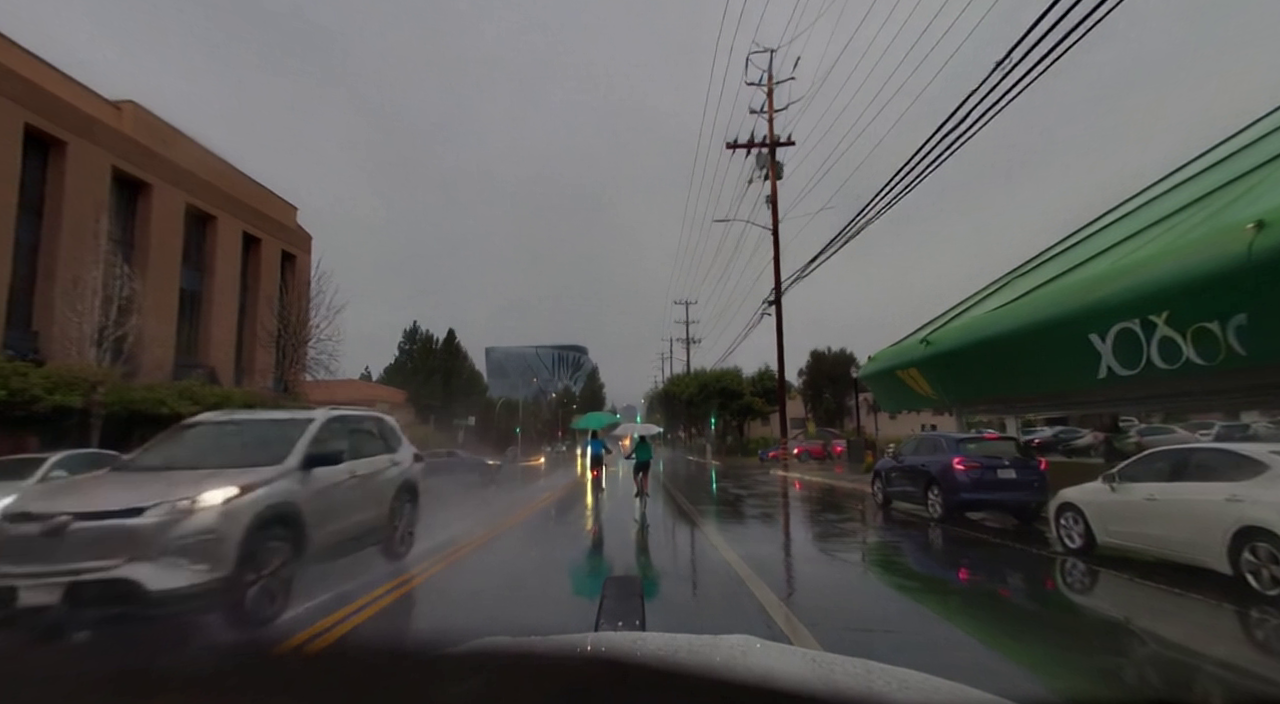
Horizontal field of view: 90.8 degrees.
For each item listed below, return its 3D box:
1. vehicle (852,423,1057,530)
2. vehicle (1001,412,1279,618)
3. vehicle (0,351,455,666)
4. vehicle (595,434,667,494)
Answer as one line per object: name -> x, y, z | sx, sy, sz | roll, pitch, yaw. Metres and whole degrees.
vehicle -> 5.805, 2.322, 12.318 | 1.873, 1.714, 3.979 | 0, -8, -1
vehicle -> 5.877, 1.500, 6.526 | 1.900, 1.566, 3.995 | 0, -8, 0
vehicle -> -3.733, 1.319, 6.447 | 2.184, 1.954, 4.898 | 0, -8, 0
vehicle -> -0.282, 3.716, 21.327 | 2.190, 1.783, 4.048 | 0, -8, 0
